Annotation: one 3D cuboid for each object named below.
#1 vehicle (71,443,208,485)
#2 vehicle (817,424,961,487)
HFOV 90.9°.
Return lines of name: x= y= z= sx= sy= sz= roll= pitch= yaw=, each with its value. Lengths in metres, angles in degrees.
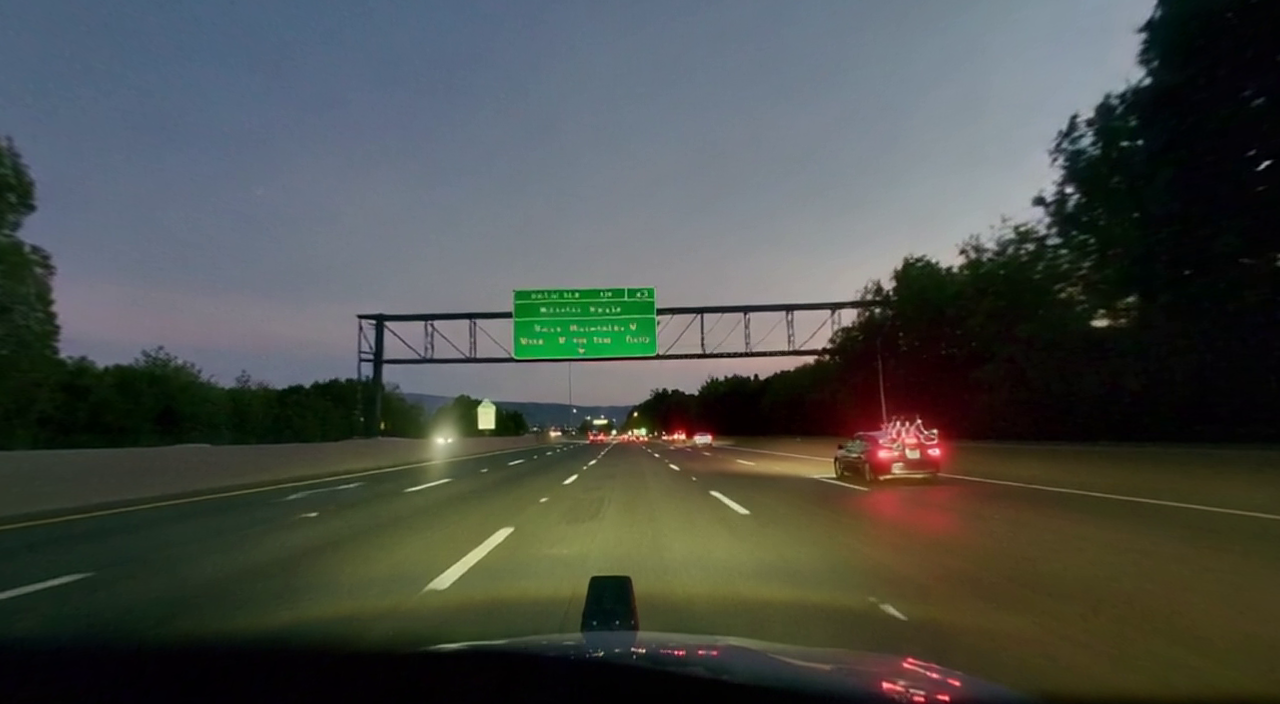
vehicle: x=-21.106 y=4.693 z=26.896 sx=1.867 sy=1.496 sz=5.001 roll=0 pitch=-7 yaw=-1
vehicle: x=6.803 y=2.846 z=17.888 sx=2.034 sy=1.511 sz=4.785 roll=0 pitch=-7 yaw=-1
